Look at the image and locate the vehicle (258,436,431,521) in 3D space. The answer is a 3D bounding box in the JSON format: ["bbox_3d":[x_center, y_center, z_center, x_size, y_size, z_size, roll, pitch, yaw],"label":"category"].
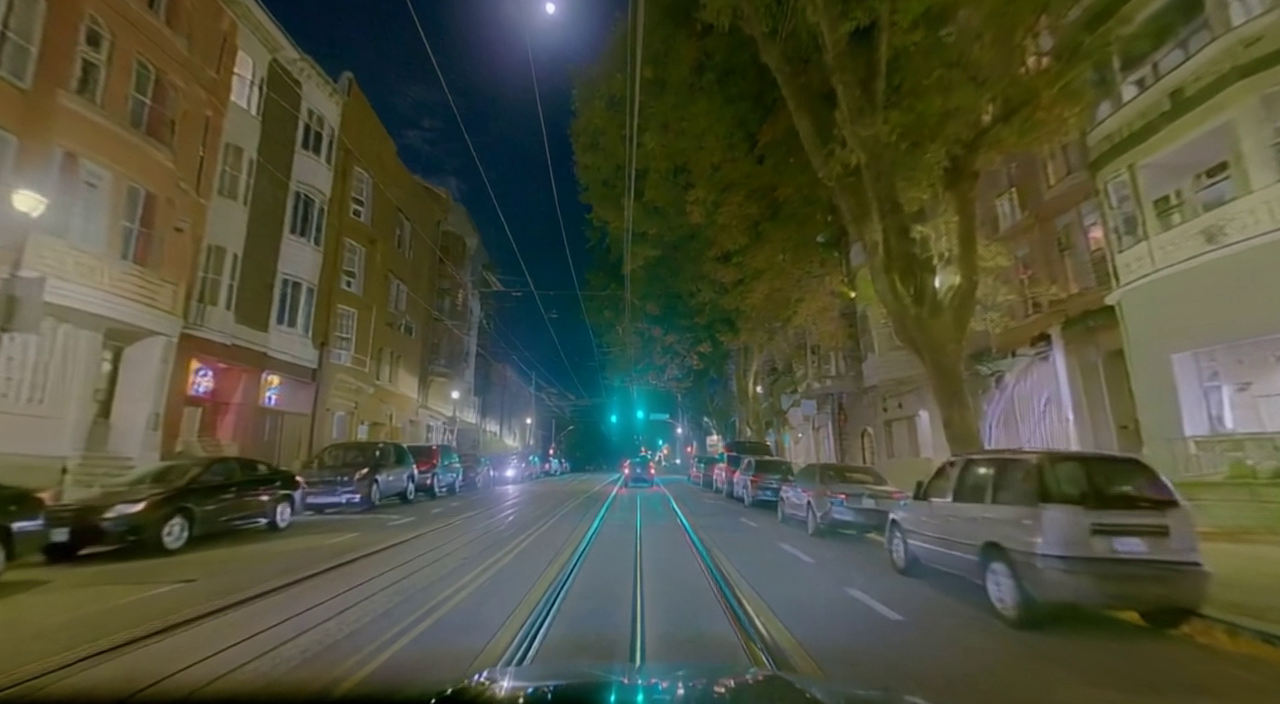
[{"bbox_3d":[-7.307,3.145,16.369,2.049,1.821,5.066,0,-9,-1],"label":"vehicle"}]

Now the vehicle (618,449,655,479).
[{"bbox_3d":[-0.189,6.211,35.292,1.984,1.571,3.404,0,-9,0],"label":"vehicle"}]

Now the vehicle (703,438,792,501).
[{"bbox_3d":[3.806,4.266,23.695,2.242,2.000,6.340,1,-8,0],"label":"vehicle"}]

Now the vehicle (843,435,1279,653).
[{"bbox_3d":[3.886,1.723,6.802,1.890,1.559,4.281,0,-9,-1],"label":"vehicle"}]

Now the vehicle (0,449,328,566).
[{"bbox_3d":[-7.374,2.389,10.654,1.833,1.477,4.851,0,-9,-1],"label":"vehicle"}]
